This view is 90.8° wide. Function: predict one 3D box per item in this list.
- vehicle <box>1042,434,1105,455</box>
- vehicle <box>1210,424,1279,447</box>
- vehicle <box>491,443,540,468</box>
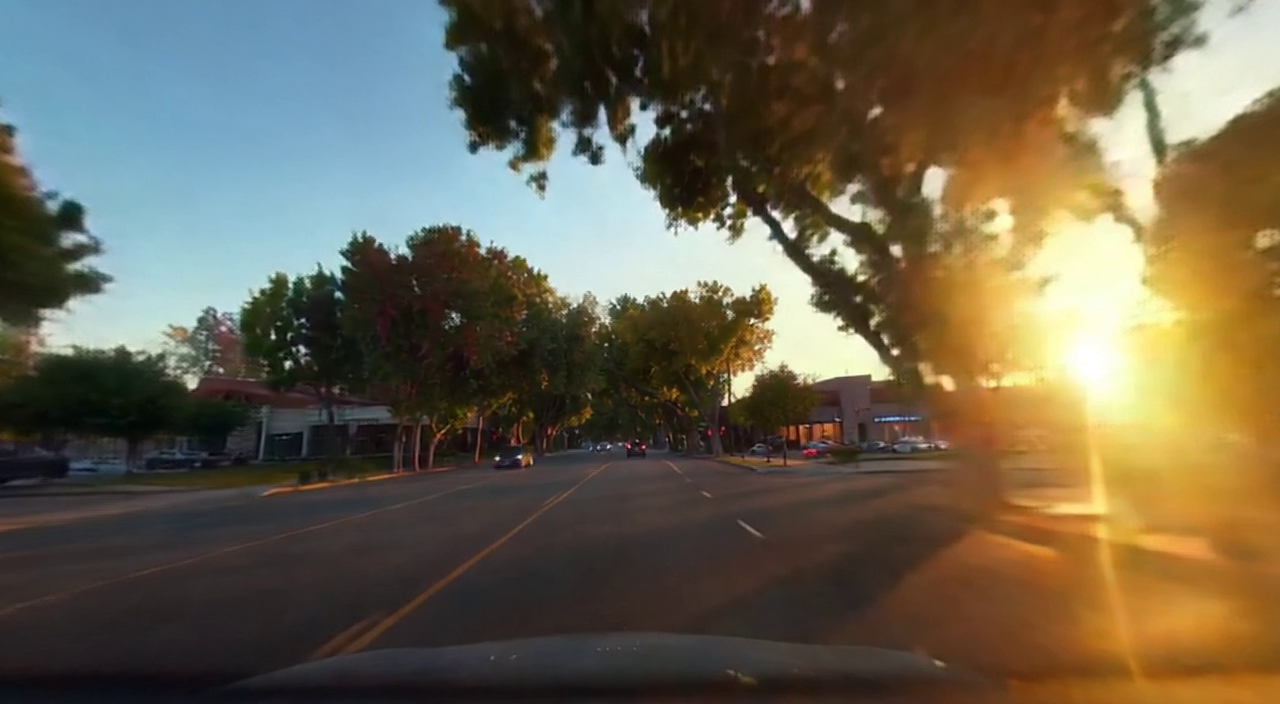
[{"bbox_3d":[31.701,6.788,46.297,1.739,1.473,3.844,0,-8,-3],"label":"vehicle"},{"bbox_3d":[44.473,6.140,46.132,1.802,1.547,3.913,1,-9,-7],"label":"vehicle"},{"bbox_3d":[-7.589,6.343,38.886,1.969,1.462,4.425,-1,-8,2],"label":"vehicle"}]
